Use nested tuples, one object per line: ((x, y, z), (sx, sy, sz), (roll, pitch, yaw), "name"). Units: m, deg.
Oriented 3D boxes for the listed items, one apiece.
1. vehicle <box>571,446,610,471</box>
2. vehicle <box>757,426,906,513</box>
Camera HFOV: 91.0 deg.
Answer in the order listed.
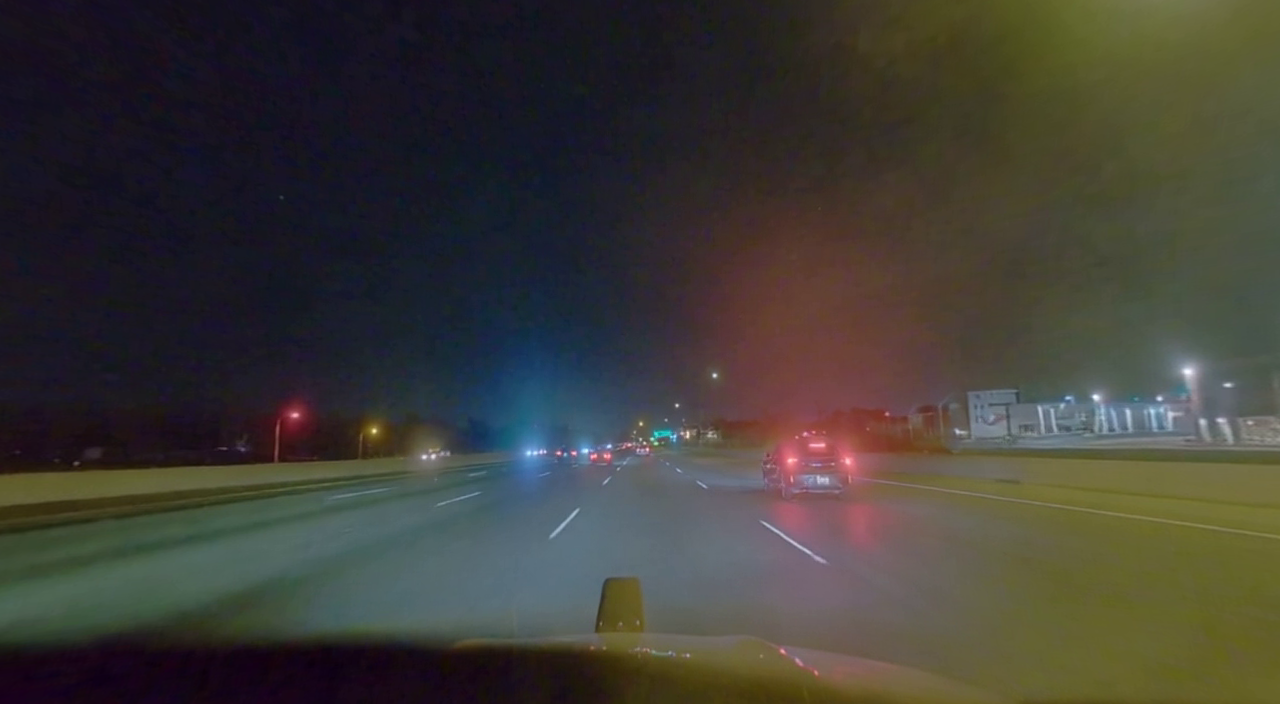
((-3.179, 6.935, 41.255), (2.139, 1.510, 4.506), (0, -9, 0), "vehicle")
((4.382, 2.787, 15.381), (2.109, 1.764, 4.704), (0, -9, -1), "vehicle")
